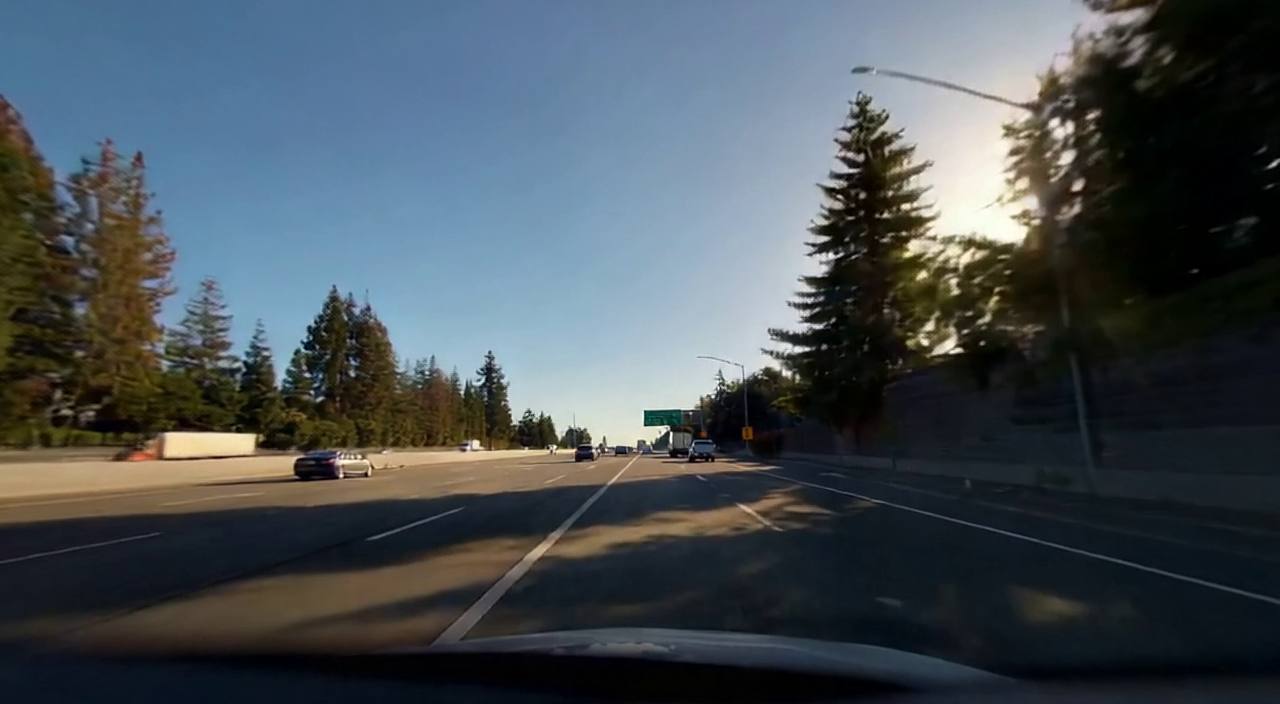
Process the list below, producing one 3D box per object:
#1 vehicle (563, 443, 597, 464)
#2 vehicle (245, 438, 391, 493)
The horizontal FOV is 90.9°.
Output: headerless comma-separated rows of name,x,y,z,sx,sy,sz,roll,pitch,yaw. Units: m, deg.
vehicle,-4.567,7.793,48.534,1.981,1.473,4.317,0,-8,2
vehicle,-9.623,3.407,19.349,1.899,1.465,4.589,0,-8,2
